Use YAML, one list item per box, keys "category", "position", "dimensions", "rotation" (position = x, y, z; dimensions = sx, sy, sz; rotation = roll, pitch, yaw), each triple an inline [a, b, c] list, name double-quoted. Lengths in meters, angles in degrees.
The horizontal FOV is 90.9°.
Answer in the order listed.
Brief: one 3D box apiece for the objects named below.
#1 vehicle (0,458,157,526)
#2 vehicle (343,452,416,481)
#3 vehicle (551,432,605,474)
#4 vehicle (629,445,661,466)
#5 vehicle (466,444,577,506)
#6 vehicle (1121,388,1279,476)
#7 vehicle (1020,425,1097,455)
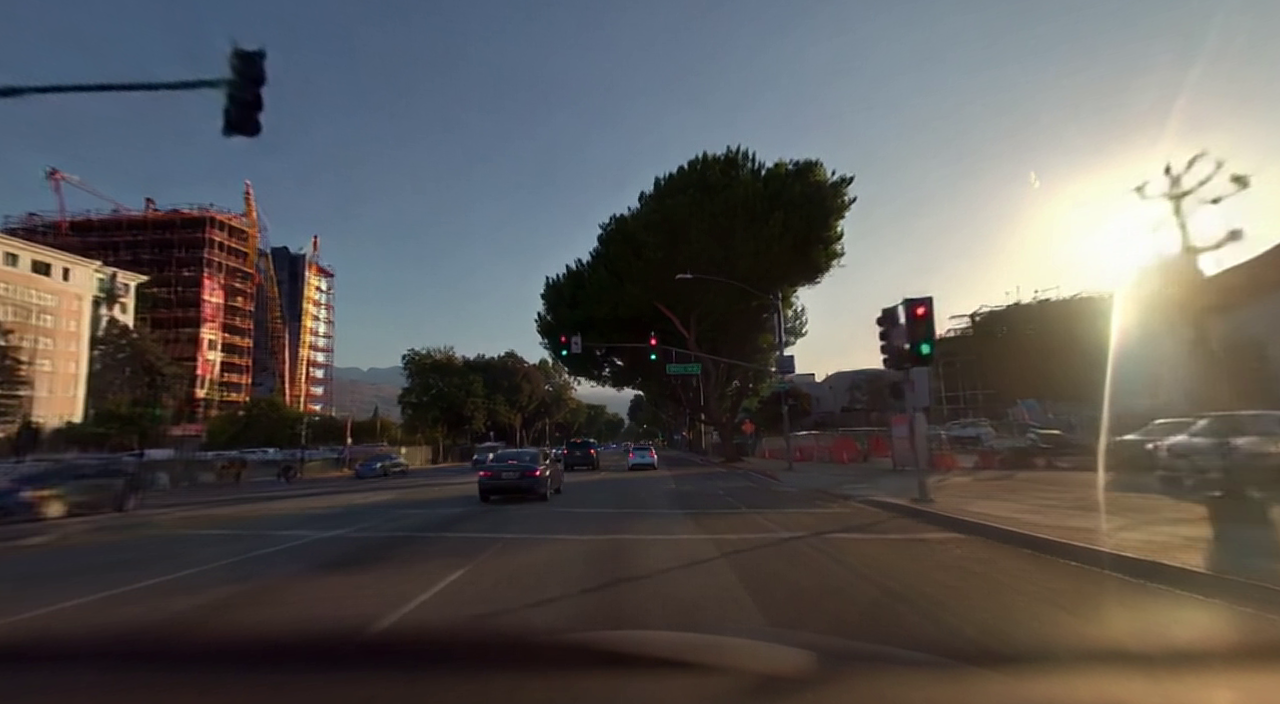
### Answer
- category: "vehicle"
  position: [-15.319, 3.531, 16.457]
  dimensions: [1.879, 1.450, 4.279]
  rotation: [0, -9, 2]
- category: "vehicle"
  position: [-14.440, 6.340, 35.217]
  dimensions: [1.935, 1.481, 4.702]
  rotation: [0, -9, 2]
- category: "vehicle"
  position: [-3.169, 5.277, 33.114]
  dimensions: [2.240, 2.054, 4.662]
  rotation: [0, -9, 1]
- category: "vehicle"
  position: [0.387, 7.421, 45.297]
  dimensions: [2.171, 1.422, 4.146]
  rotation: [0, -9, 1]
- category: "vehicle"
  position: [-2.971, 3.188, 16.852]
  dimensions: [1.959, 1.406, 4.527]
  rotation: [0, -9, 2]
- category: "vehicle"
  position: [11.971, 1.627, 12.673]
  dimensions: [3.500, 1.563, 1.871]
  rotation: [2, -9, -19]
- category: "vehicle"
  position: [28.035, 5.914, 42.384]
  dimensions: [4.014, 1.681, 1.834]
  rotation: [0, -11, 23]
